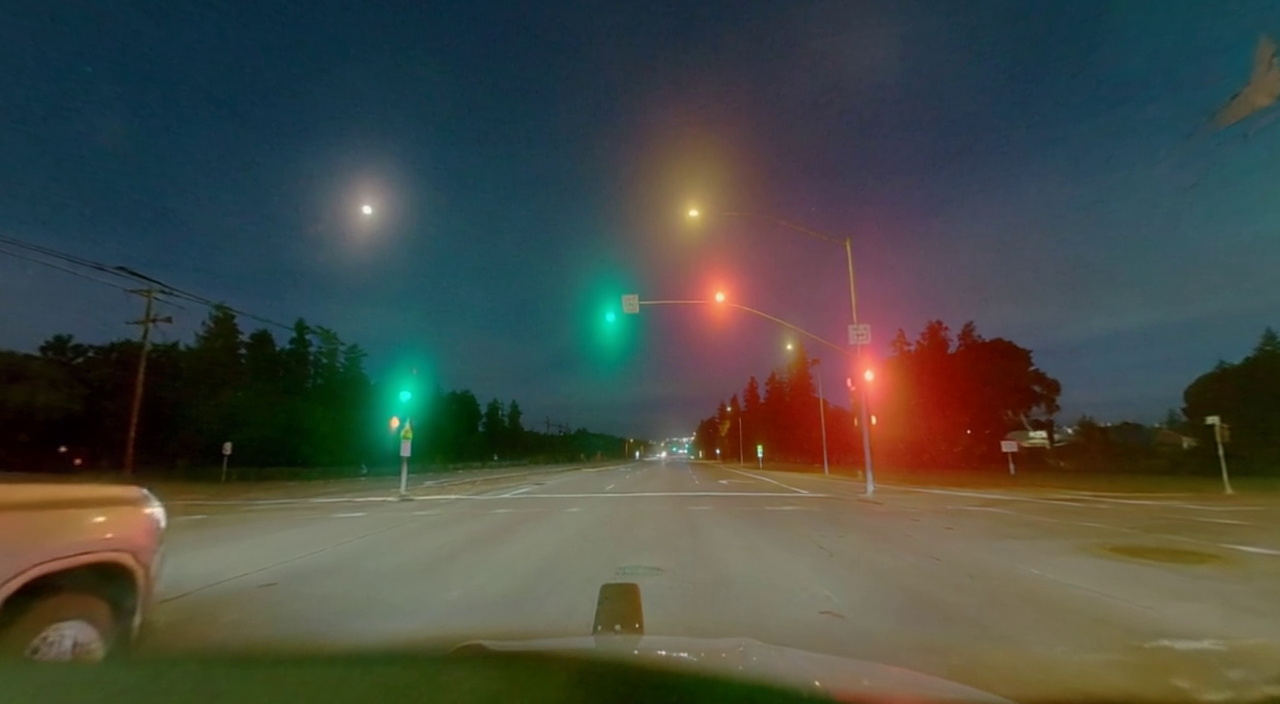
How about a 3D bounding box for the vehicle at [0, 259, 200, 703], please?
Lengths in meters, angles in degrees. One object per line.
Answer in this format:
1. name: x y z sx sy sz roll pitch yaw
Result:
1. vehicle: -3.446 0.408 0.456 2.374 1.985 5.391 0 -8 0
